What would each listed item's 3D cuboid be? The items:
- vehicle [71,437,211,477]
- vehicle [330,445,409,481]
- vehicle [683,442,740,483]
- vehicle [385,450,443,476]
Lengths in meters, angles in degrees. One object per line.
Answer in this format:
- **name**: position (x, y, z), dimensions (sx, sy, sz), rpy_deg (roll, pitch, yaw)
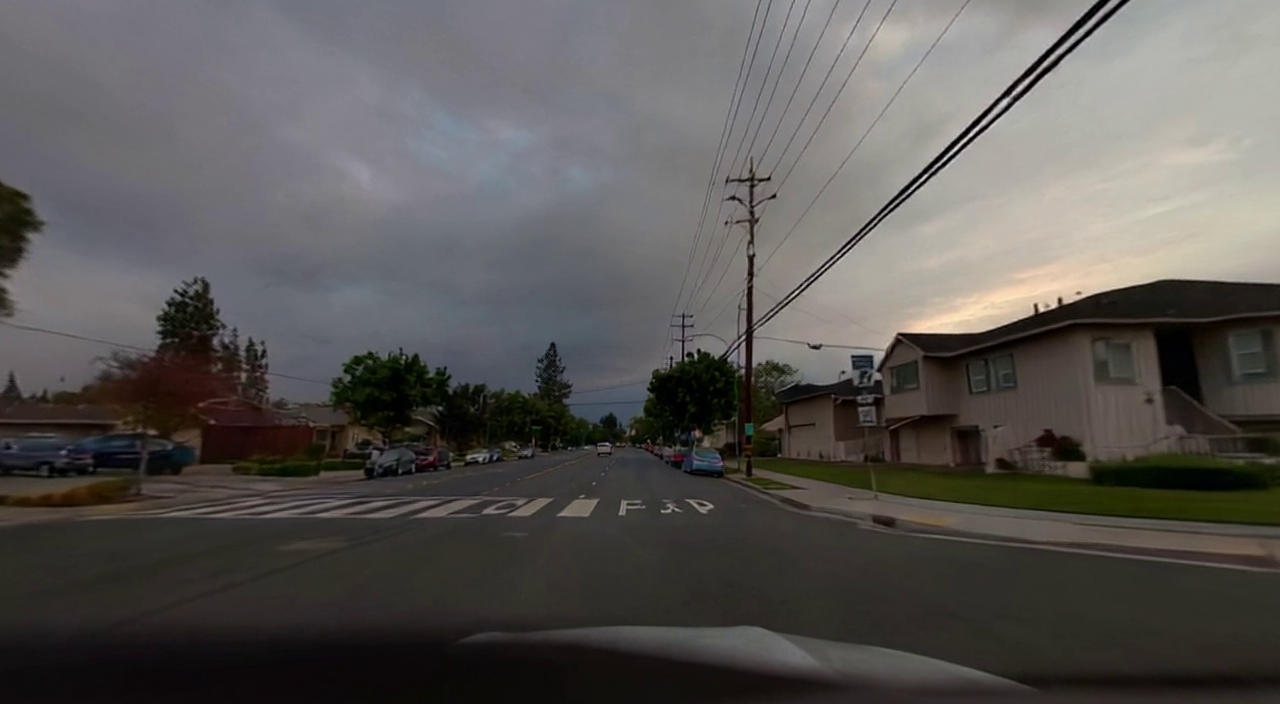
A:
- **vehicle**: position (-22.544, 4.756, 28.694), dimensions (4.612, 1.736, 1.951), rpy_deg (0, -9, -1)
- **vehicle**: position (-14.152, 5.822, 33.400), dimensions (1.913, 1.745, 4.992), rpy_deg (0, -9, 1)
- **vehicle**: position (3.270, 5.145, 29.734), dimensions (2.045, 1.746, 4.564), rpy_deg (0, -9, -1)
- **vehicle**: position (-14.092, 6.898, 39.661), dimensions (1.887, 1.490, 4.656), rpy_deg (0, -9, 0)
